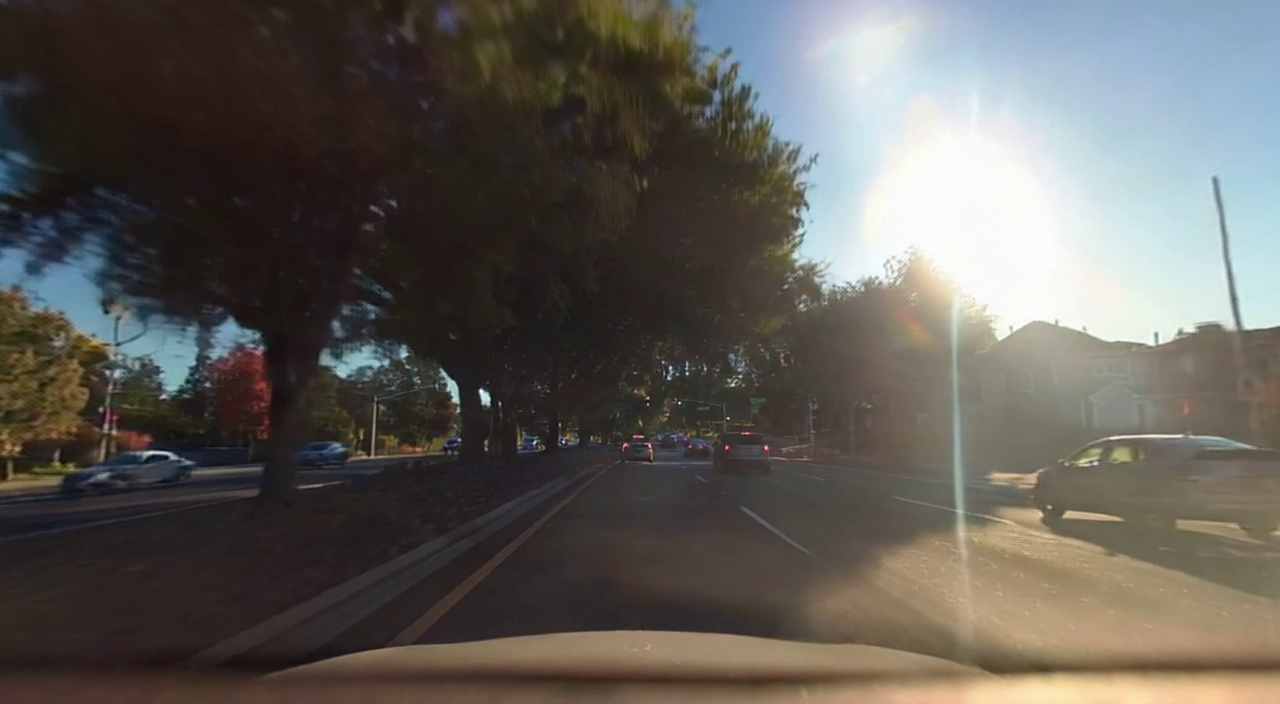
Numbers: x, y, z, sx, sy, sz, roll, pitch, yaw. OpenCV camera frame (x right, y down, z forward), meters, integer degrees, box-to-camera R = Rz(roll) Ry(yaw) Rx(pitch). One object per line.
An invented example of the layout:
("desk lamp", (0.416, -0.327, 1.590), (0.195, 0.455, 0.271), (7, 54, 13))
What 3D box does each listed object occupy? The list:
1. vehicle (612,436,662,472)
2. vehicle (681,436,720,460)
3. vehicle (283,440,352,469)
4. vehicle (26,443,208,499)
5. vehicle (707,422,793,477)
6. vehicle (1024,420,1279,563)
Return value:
("vehicle", (-0.123, 4.373, 27.347), (1.988, 1.418, 4.214), (0, -8, -1))
("vehicle", (3.856, 6.233, 41.036), (2.064, 1.474, 4.389), (0, -8, -1))
("vehicle", (-19.802, 6.300, 39.001), (1.923, 1.703, 4.469), (0, -8, 0))
("vehicle", (-15.613, 3.531, 19.241), (1.825, 1.467, 4.364), (0, -8, -1))
("vehicle", (3.924, 3.613, 23.447), (2.209, 1.813, 4.724), (0, -8, -2))
("vehicle", (7.638, 1.786, 8.808), (1.949, 1.492, 4.103), (0, -8, -1))
